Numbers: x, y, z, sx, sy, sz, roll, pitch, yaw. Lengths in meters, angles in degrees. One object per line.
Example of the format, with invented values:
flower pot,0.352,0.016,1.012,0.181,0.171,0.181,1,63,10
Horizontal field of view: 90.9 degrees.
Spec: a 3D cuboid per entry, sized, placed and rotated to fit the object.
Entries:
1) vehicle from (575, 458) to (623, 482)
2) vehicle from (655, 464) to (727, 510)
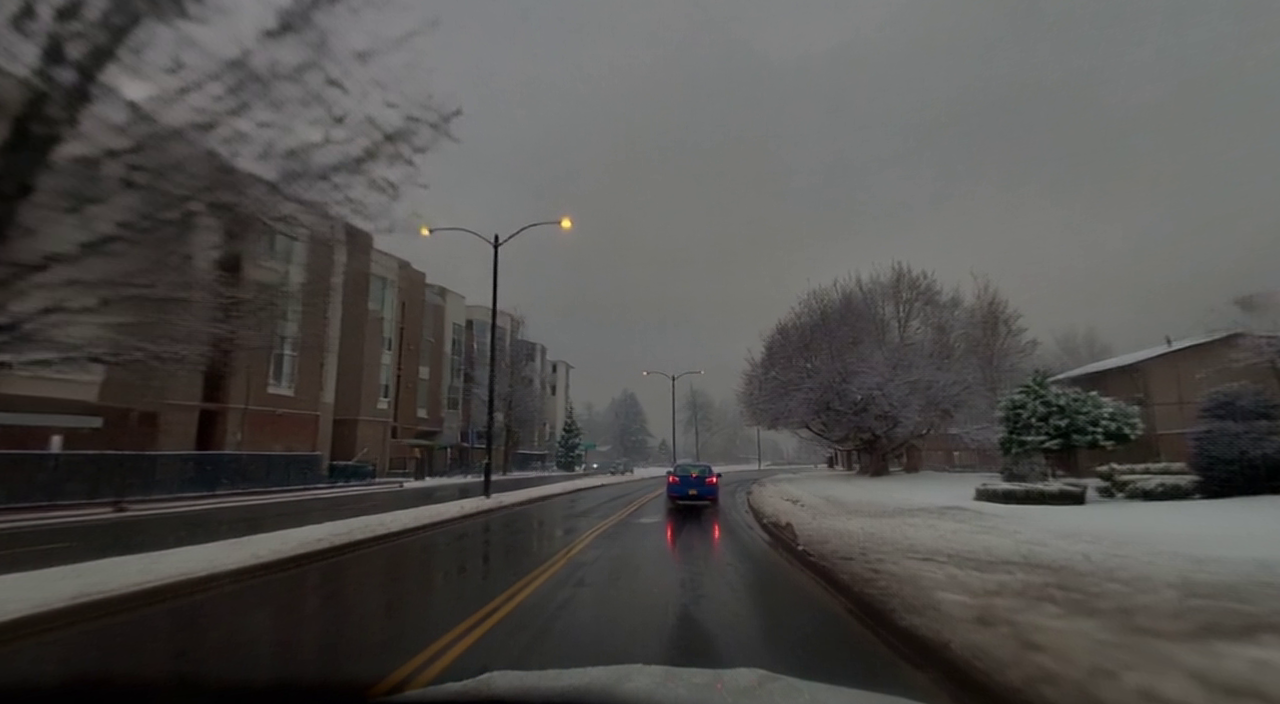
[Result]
vehicle,-2.647,7.877,42.068,1.870,1.518,4.390,-2,-11,15
vehicle,1.790,4.307,20.438,1.972,1.250,5.282,-1,-11,8
